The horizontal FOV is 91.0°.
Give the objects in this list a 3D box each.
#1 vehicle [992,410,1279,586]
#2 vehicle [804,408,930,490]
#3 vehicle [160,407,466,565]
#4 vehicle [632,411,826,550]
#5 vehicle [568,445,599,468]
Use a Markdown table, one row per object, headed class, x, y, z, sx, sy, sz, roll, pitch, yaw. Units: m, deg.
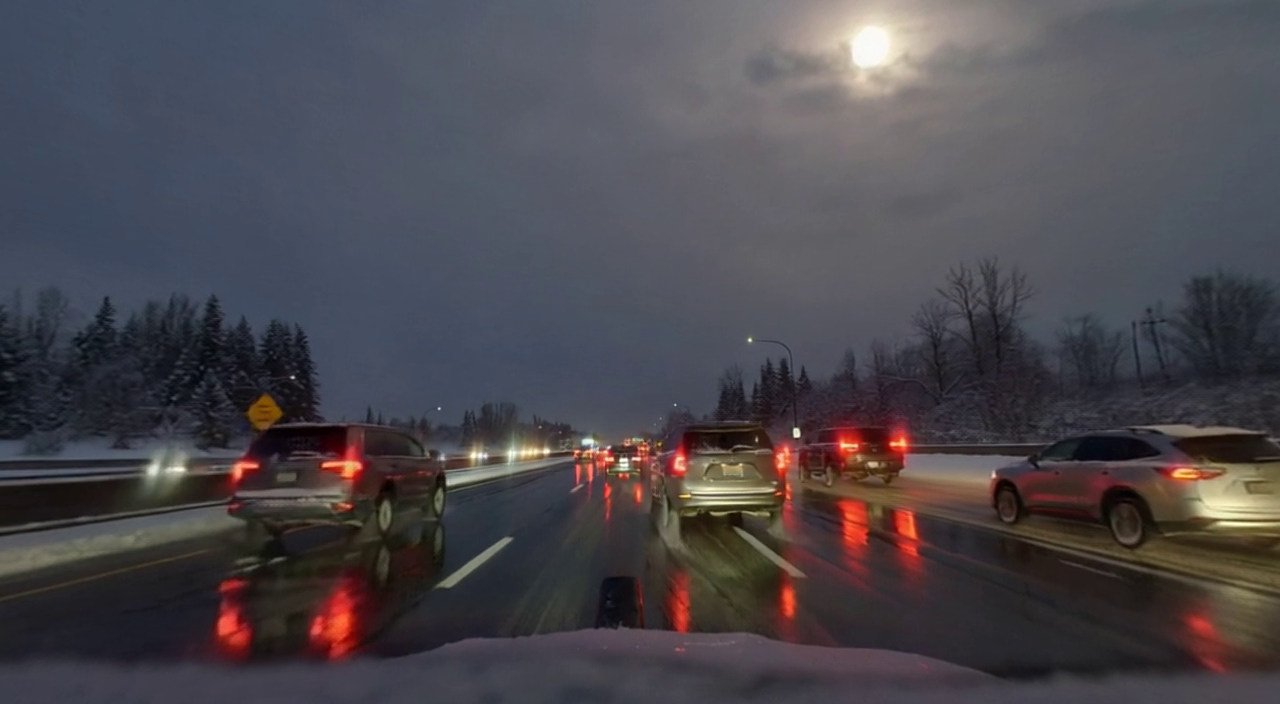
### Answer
| class | x | y | z | sx | sy | sz | roll | pitch | yaw |
| --- | --- | --- | --- | --- | --- | --- | --- | --- | --- |
| vehicle | 6.919 | 1.724 | 8.245 | 1.972 | 1.647 | 4.429 | 0 | -9 | -1 |
| vehicle | 7.821 | 3.463 | 22.541 | 2.390 | 2.503 | 5.788 | 0 | -9 | 1 |
| vehicle | -4.304 | 1.856 | 9.419 | 2.047 | 1.755 | 4.638 | 0 | -9 | 0 |
| vehicle | 1.120 | 1.938 | 10.073 | 2.230 | 1.740 | 3.976 | 1 | -9 | -4 |
| vehicle | -4.195 | 7.841 | 47.413 | 1.889 | 1.600 | 4.043 | 0 | -9 | 1 |
